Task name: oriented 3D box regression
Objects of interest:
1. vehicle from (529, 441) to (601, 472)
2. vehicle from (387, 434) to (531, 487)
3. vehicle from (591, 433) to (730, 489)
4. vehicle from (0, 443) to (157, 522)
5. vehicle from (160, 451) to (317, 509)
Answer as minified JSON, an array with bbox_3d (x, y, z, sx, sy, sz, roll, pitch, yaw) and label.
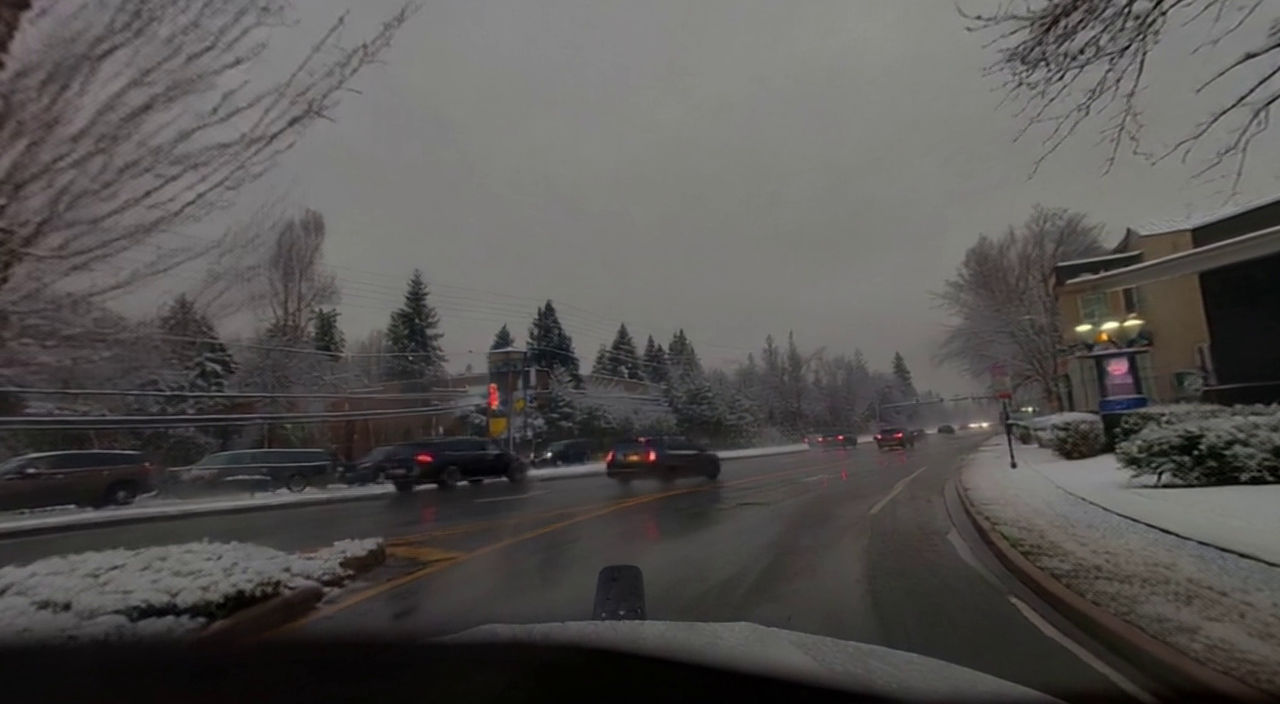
[{"bbox_3d":[-4.517,6.368,38.737,1.926,1.691,4.646,-4,-8,31],"label":"vehicle"},{"bbox_3d":[-6.831,4.152,24.326,2.506,1.718,4.822,-11,-13,34],"label":"vehicle"},{"bbox_3d":[0.741,3.288,19.239,1.984,1.482,4.482,-7,-11,37],"label":"vehicle"},{"bbox_3d":[-17.421,3.720,18.326,2.294,2.000,4.788,-6,-9,29],"label":"vehicle"},{"bbox_3d":[-14.493,4.568,23.065,1.904,1.719,4.326,-5,-9,33],"label":"vehicle"}]
